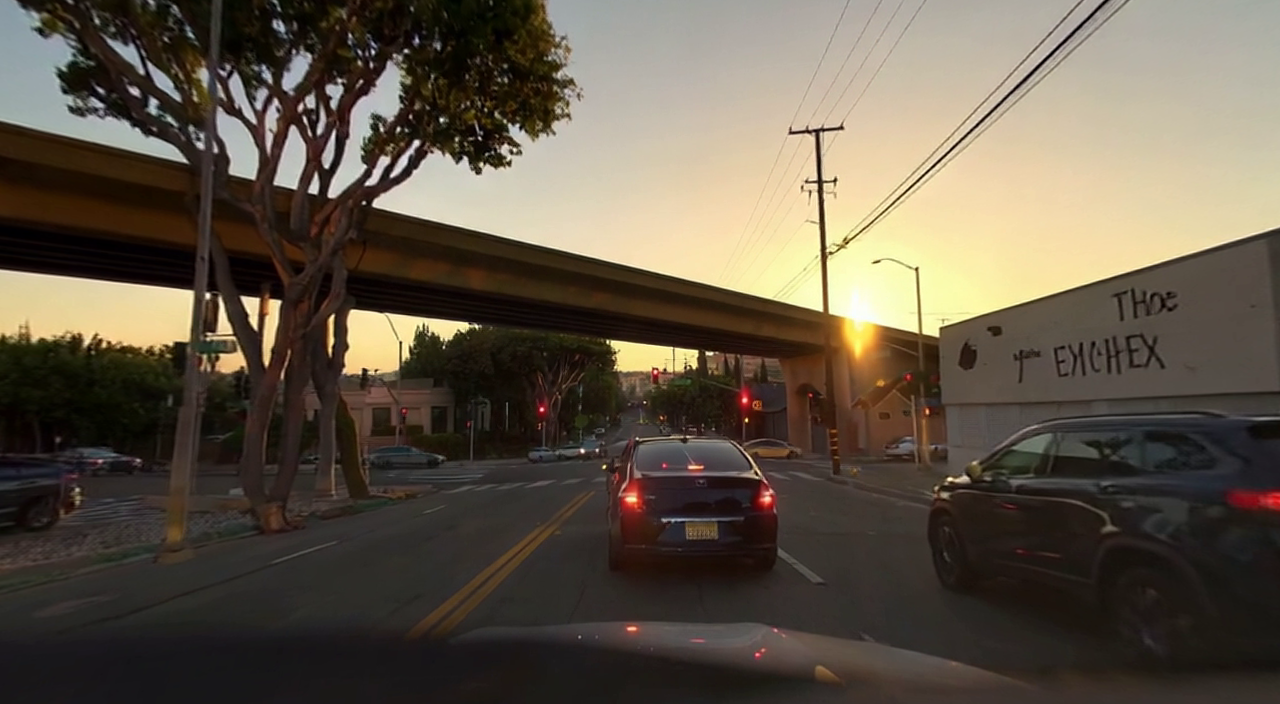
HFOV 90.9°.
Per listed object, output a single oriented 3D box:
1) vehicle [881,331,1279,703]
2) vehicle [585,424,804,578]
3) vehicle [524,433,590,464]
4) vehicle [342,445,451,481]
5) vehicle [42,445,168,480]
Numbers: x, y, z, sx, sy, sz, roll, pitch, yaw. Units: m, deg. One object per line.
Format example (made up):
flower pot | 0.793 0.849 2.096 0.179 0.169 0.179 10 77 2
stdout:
vehicle | 3.578 1.087 4.342 2.062 1.781 4.488 0 -8 1
vehicle | 0.544 1.749 8.244 2.101 1.467 4.210 0 -8 1
vehicle | -5.389 6.417 42.062 2.322 1.916 5.640 -3 -9 16
vehicle | -10.911 4.953 28.568 1.873 1.462 4.283 -5 -10 30
vehicle | -26.741 5.529 31.652 4.474 1.673 2.010 0 -8 1
